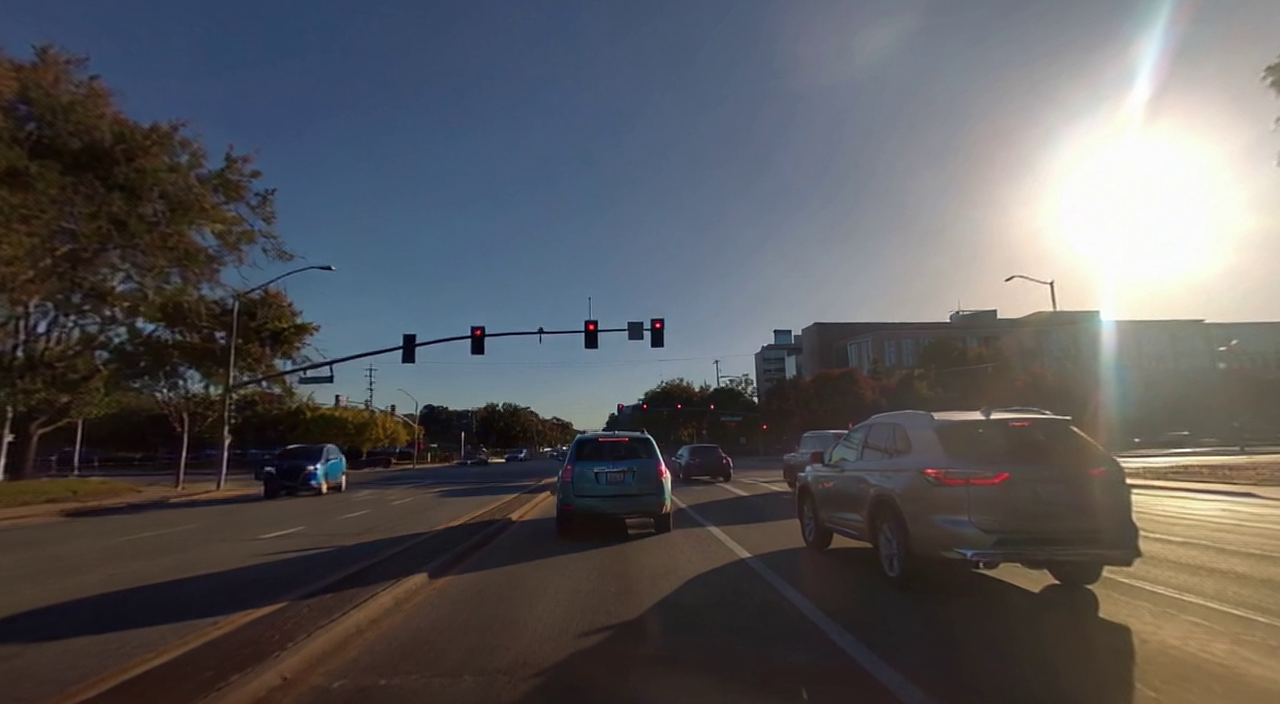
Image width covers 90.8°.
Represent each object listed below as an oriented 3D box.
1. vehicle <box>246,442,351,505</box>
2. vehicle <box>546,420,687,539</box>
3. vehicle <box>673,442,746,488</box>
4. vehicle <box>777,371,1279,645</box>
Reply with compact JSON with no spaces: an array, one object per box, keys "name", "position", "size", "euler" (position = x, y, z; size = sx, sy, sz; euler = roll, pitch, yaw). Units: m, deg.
[{"name":"vehicle","position":[-12.027,4.237,22.667],"size":[2.354,1.949,4.905],"euler":[2,-9,-18]},{"name":"vehicle","position":[-0.386,2.156,11.300],"size":[2.039,1.698,4.144],"euler":[0,-8,-1]},{"name":"vehicle","position":[2.358,3.967,22.551],"size":[1.900,1.459,4.260],"euler":[0,-8,-3]},{"name":"vehicle","position":[3.083,1.344,6.454],"size":[2.228,1.798,4.370],"euler":[0,-8,-2]}]
